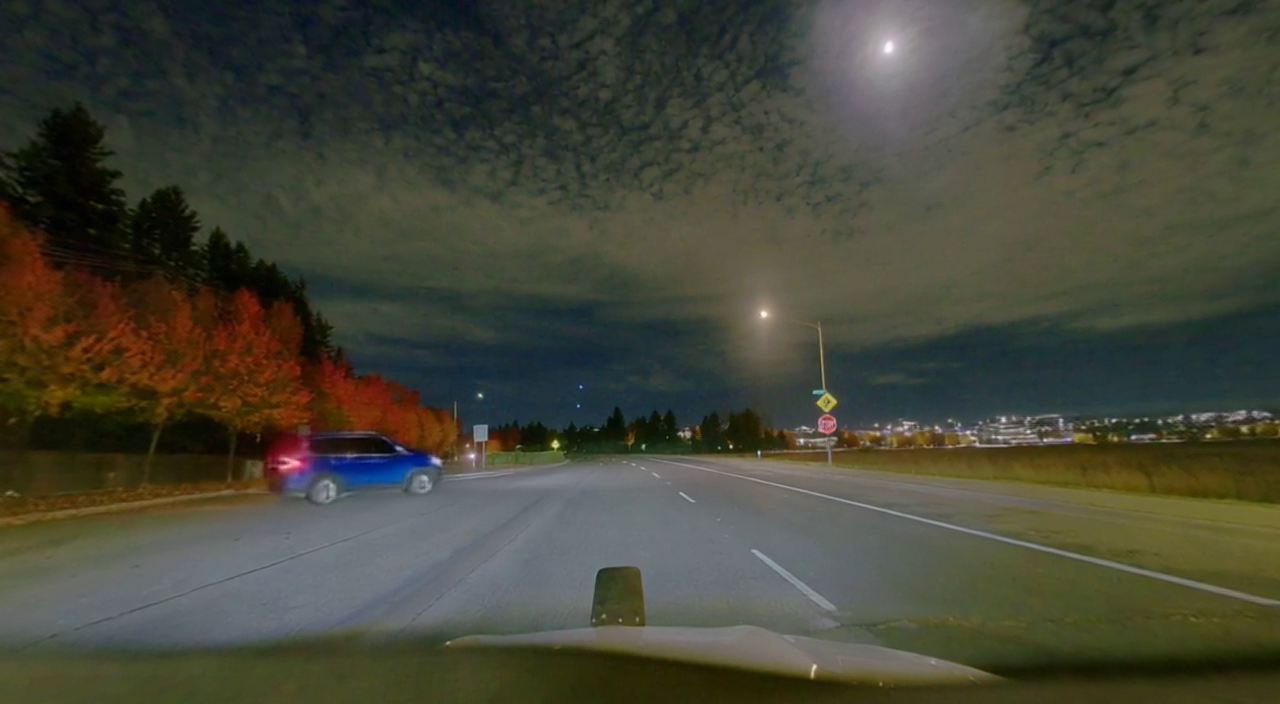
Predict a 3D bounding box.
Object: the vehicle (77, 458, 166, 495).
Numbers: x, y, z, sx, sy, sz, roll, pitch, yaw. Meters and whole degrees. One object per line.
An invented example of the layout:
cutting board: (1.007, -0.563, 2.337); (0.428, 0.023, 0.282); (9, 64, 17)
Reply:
vehicle: (-26.218, 6.258, 31.940); (3.248, 1.720, 1.902); (7, -11, -38)

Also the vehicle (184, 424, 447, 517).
vehicle: (-8.254, 3.013, 16.634); (2.284, 2.012, 5.607); (-8, -11, 41)

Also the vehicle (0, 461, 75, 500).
vehicle: (-29.481, 5.963, 29.282); (4.410, 1.644, 1.907); (6, -11, -35)
